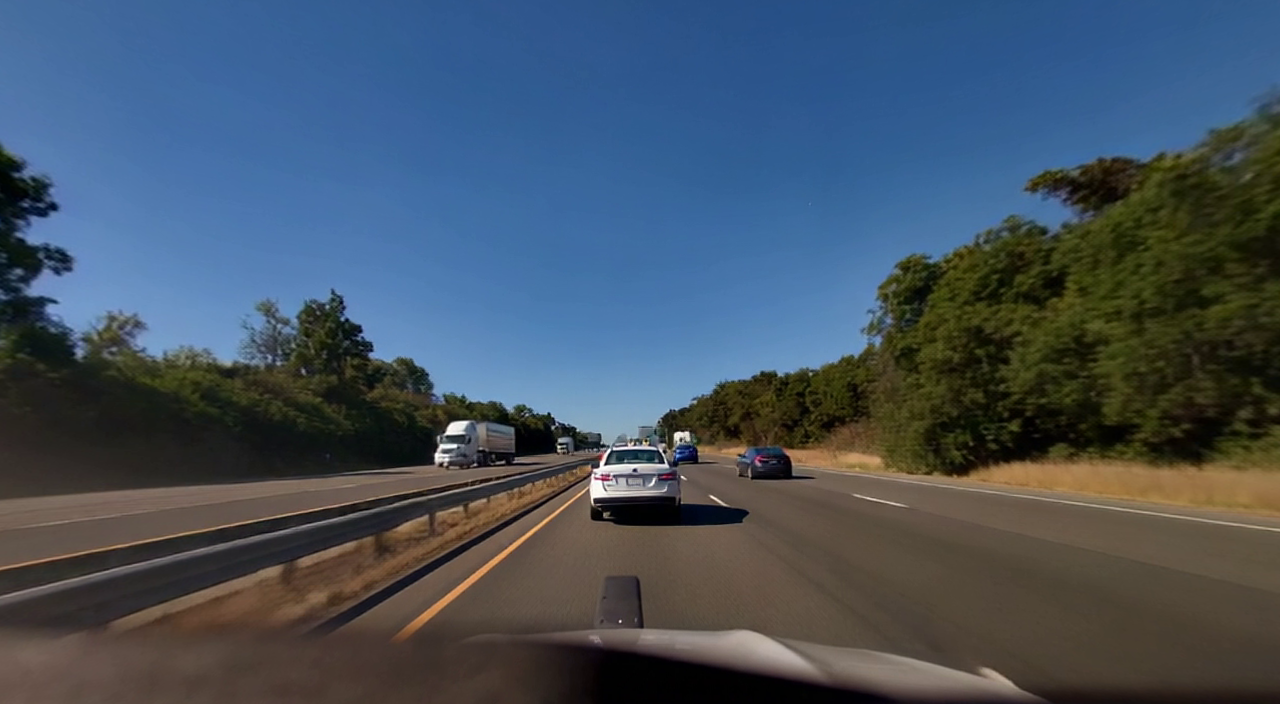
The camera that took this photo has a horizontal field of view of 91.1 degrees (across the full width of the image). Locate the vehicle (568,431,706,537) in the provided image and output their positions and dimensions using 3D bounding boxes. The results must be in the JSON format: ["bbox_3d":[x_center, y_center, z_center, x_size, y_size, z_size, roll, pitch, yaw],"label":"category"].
[{"bbox_3d":[-0.084,2.300,11.481,2.088,1.580,3.657,0,-9,-1],"label":"vehicle"}]

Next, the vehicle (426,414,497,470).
[{"bbox_3d":[-13.245,6.805,47.265,3.152,3.893,6.812,-1,-9,1],"label":"vehicle"}]

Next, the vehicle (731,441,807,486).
[{"bbox_3d":[4.676,4.114,23.445,1.931,1.516,3.995,0,-9,-1],"label":"vehicle"}]
